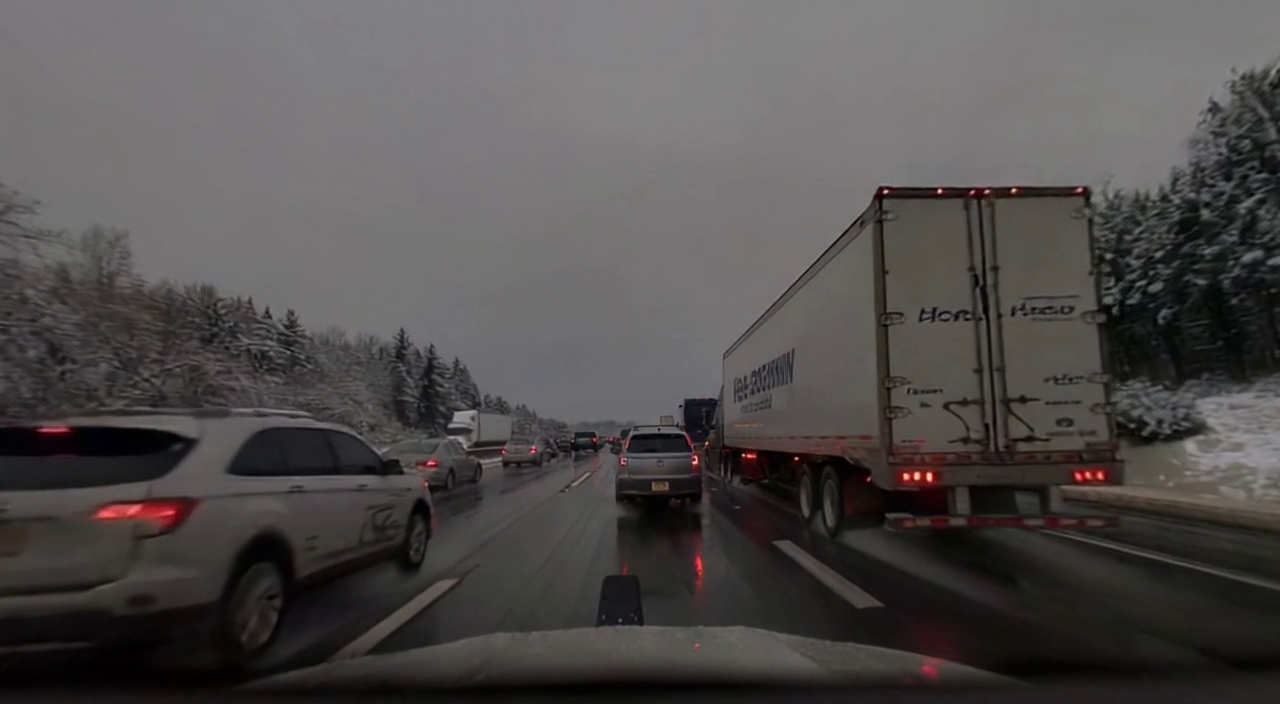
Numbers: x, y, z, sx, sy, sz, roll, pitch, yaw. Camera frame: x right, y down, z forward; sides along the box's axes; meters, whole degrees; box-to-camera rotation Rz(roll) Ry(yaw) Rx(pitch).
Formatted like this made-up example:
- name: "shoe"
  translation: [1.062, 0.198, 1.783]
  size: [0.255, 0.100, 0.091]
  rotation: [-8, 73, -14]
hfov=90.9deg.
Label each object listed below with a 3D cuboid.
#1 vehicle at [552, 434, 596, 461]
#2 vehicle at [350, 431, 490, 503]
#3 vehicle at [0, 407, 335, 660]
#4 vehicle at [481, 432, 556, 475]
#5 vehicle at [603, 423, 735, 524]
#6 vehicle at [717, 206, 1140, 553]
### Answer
- name: "vehicle"
  translation: [-3.819, 5.618, 37.314]
  size: [2.005, 1.475, 4.466]
  rotation: [0, -8, 2]
- name: "vehicle"
  translation: [-5.036, 2.650, 15.076]
  size: [1.880, 1.458, 3.978]
  rotation: [0, -8, 1]
- name: "vehicle"
  translation: [-4.588, 1.343, 5.693]
  size: [1.821, 1.514, 3.677]
  rotation: [0, -8, -1]
- name: "vehicle"
  translation: [-4.537, 3.844, 24.201]
  size: [1.887, 1.493, 4.411]
  rotation: [0, -8, 1]
- name: "vehicle"
  translation: [0.400, 2.075, 11.299]
  size: [1.973, 1.505, 3.568]
  rotation: [0, -8, -1]
- name: "vehicle"
  translation: [4.086, 1.205, 14.325]
  size: [2.817, 3.989, 14.321]
  rotation: [0, -8, 0]
